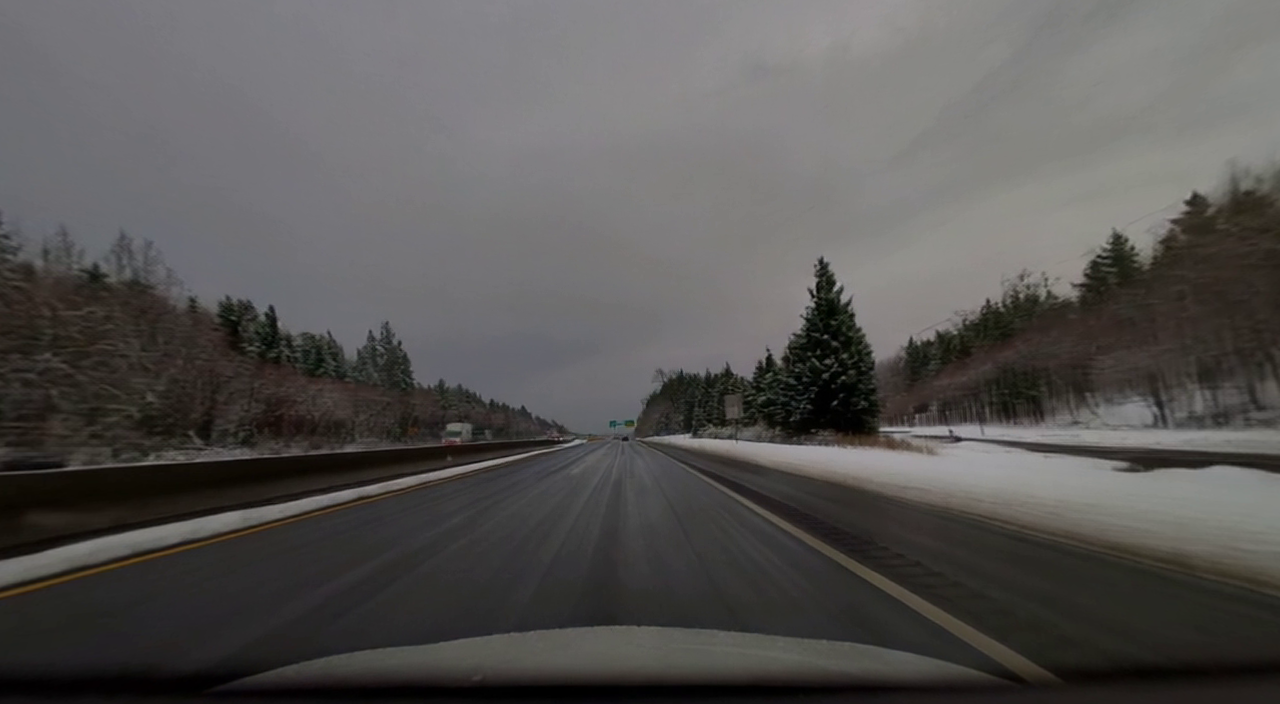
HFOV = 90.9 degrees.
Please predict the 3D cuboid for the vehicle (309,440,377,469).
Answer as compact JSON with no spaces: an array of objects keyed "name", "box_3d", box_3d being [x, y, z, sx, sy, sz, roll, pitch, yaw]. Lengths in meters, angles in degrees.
[{"name":"vehicle","box_3d":[-16.816,5.800,35.930,1.823,1.495,4.315,0,-8,-1]}]
